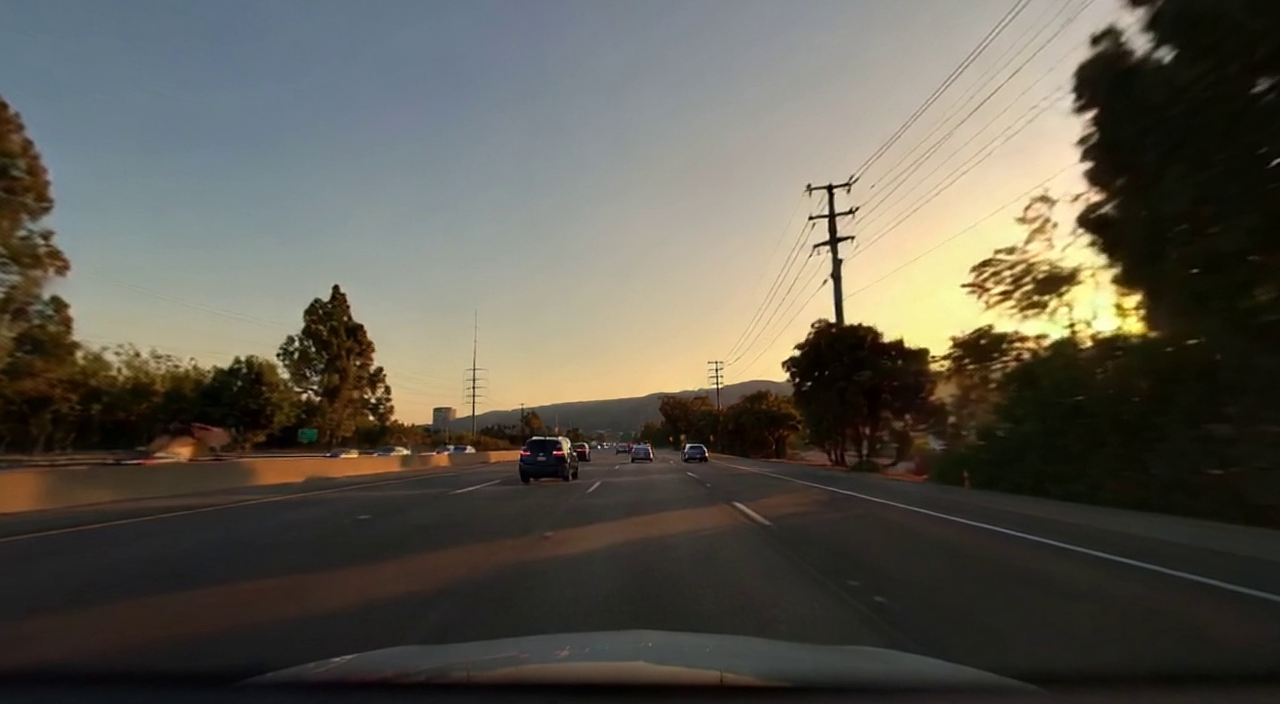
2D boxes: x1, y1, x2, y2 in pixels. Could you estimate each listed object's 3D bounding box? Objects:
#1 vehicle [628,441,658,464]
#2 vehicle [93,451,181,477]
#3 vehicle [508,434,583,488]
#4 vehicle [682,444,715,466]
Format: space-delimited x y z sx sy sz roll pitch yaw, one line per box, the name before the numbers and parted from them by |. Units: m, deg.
vehicle | 0.207 7.610 47.697 2.156 1.647 3.987 0 -8 1
vehicle | -32.399 7.198 40.782 1.904 1.558 4.504 0 -8 1
vehicle | -3.221 3.797 22.314 1.961 1.704 4.052 0 -8 1
vehicle | 4.195 7.415 45.675 1.964 1.479 4.252 0 -8 -1
